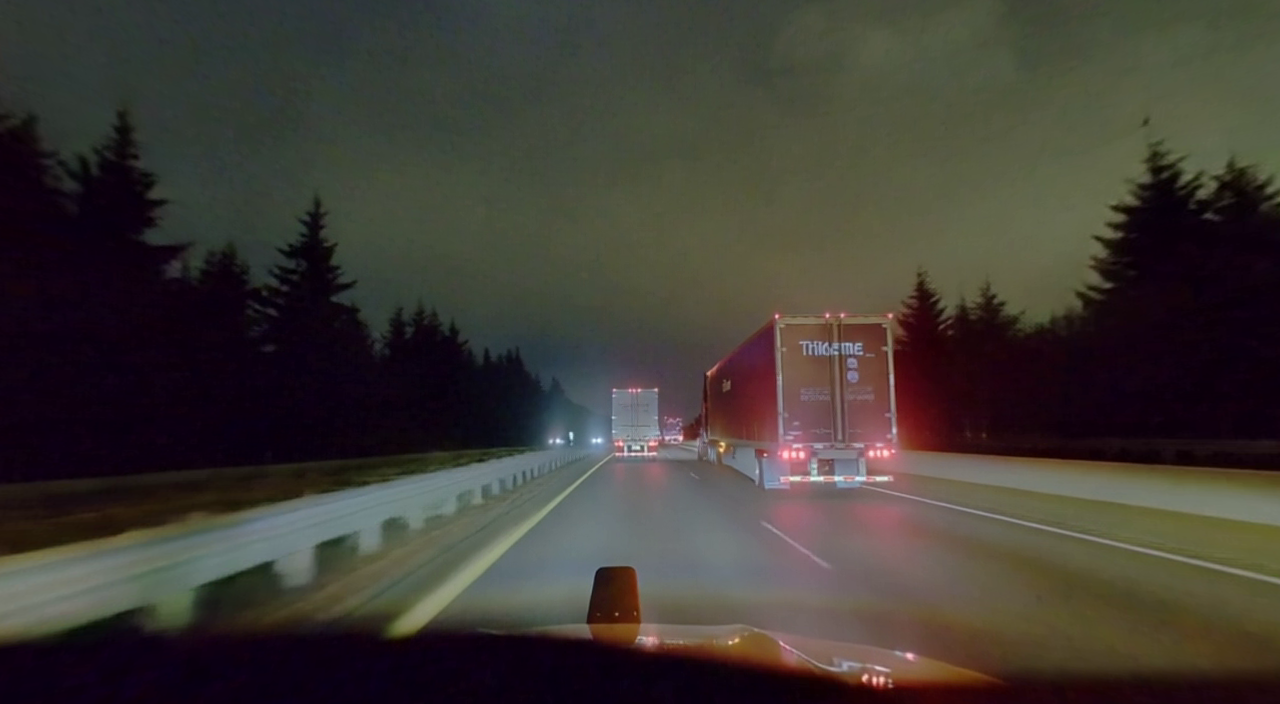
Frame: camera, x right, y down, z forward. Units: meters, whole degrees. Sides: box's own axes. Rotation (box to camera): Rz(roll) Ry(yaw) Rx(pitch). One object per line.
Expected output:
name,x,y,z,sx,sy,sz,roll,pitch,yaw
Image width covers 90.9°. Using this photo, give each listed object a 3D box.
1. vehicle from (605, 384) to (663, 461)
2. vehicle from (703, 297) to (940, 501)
vehicle,-0.371,4.321,37.679,2.958,3.917,10.196,0,-8,-1
vehicle,4.378,1.889,20.063,2.856,4.145,14.500,0,-8,-2
